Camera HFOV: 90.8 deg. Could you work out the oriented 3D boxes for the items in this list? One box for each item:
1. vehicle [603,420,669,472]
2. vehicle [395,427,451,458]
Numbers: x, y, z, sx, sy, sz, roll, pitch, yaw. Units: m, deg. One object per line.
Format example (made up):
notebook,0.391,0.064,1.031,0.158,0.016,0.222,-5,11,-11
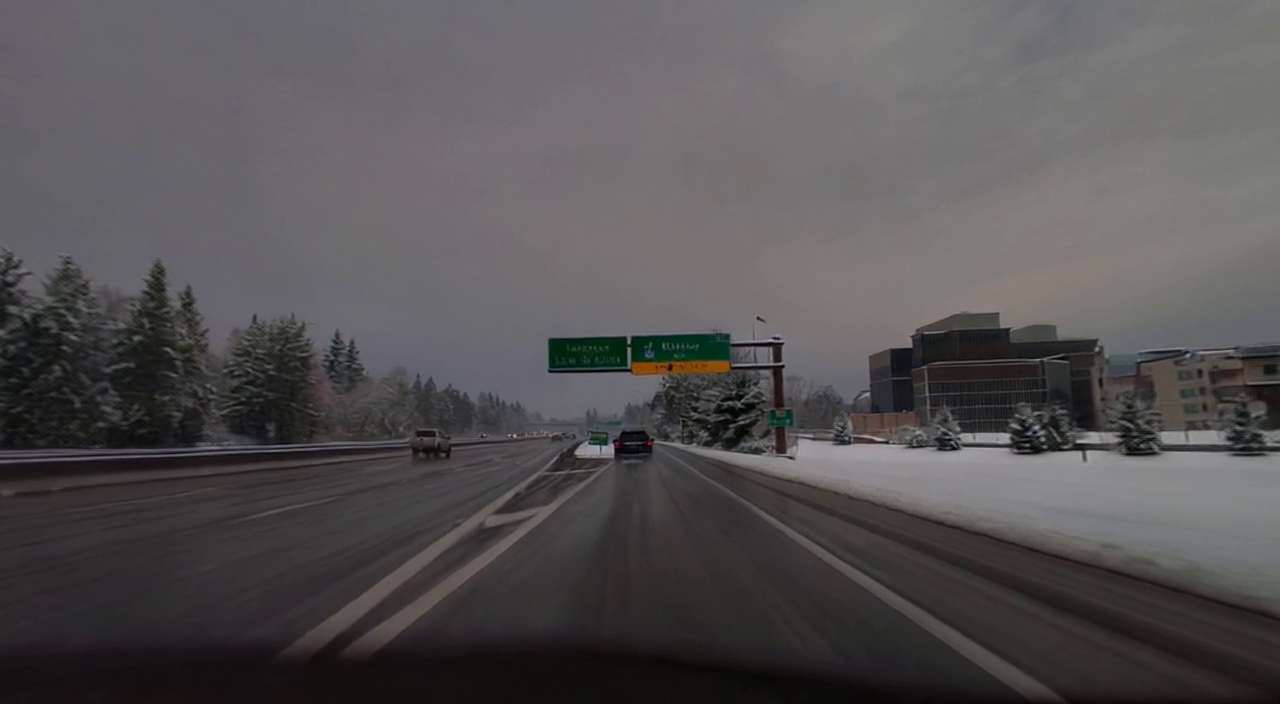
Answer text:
vehicle,-0.184,4.005,27.017,2.497,1.957,5.432,0,-8,-1
vehicle,-14.760,6.233,43.334,2.289,1.955,5.147,0,-8,-4
